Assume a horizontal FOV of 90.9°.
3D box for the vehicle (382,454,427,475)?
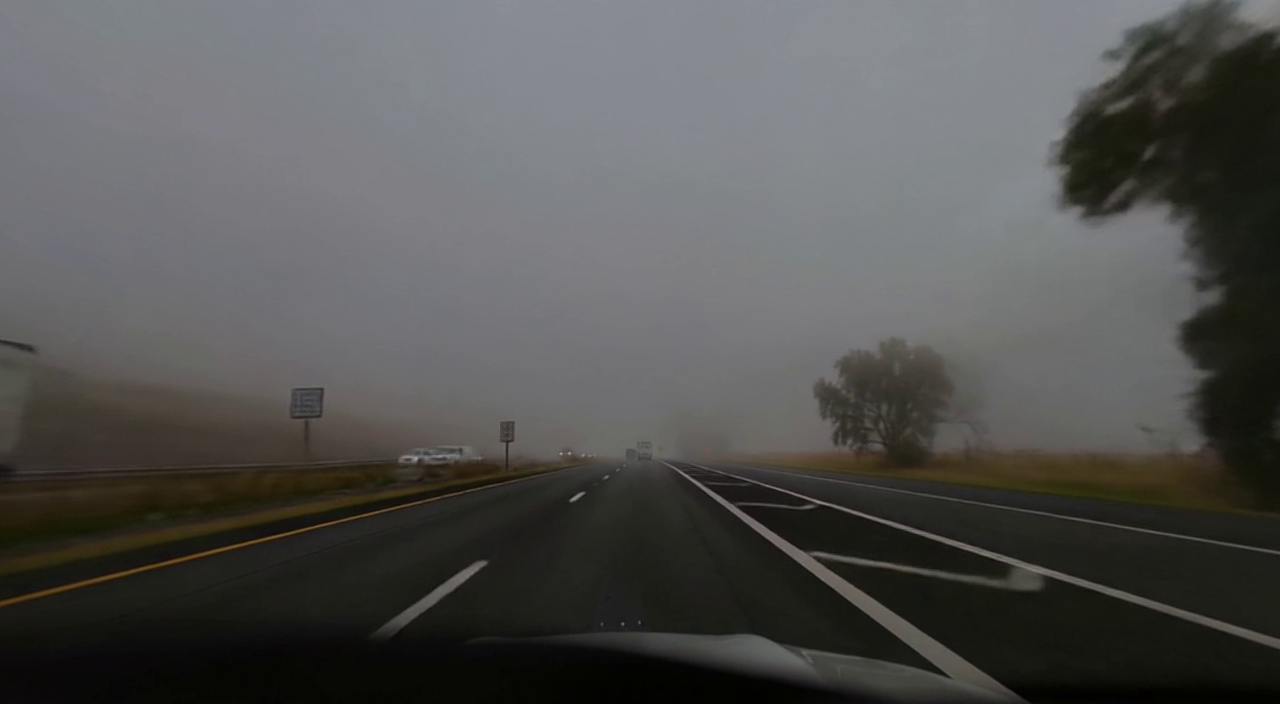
[{"bbox_3d":[-16.494,7.882,44.258,1.700,1.407,3.634,0,-9,0],"label":"vehicle"}]
